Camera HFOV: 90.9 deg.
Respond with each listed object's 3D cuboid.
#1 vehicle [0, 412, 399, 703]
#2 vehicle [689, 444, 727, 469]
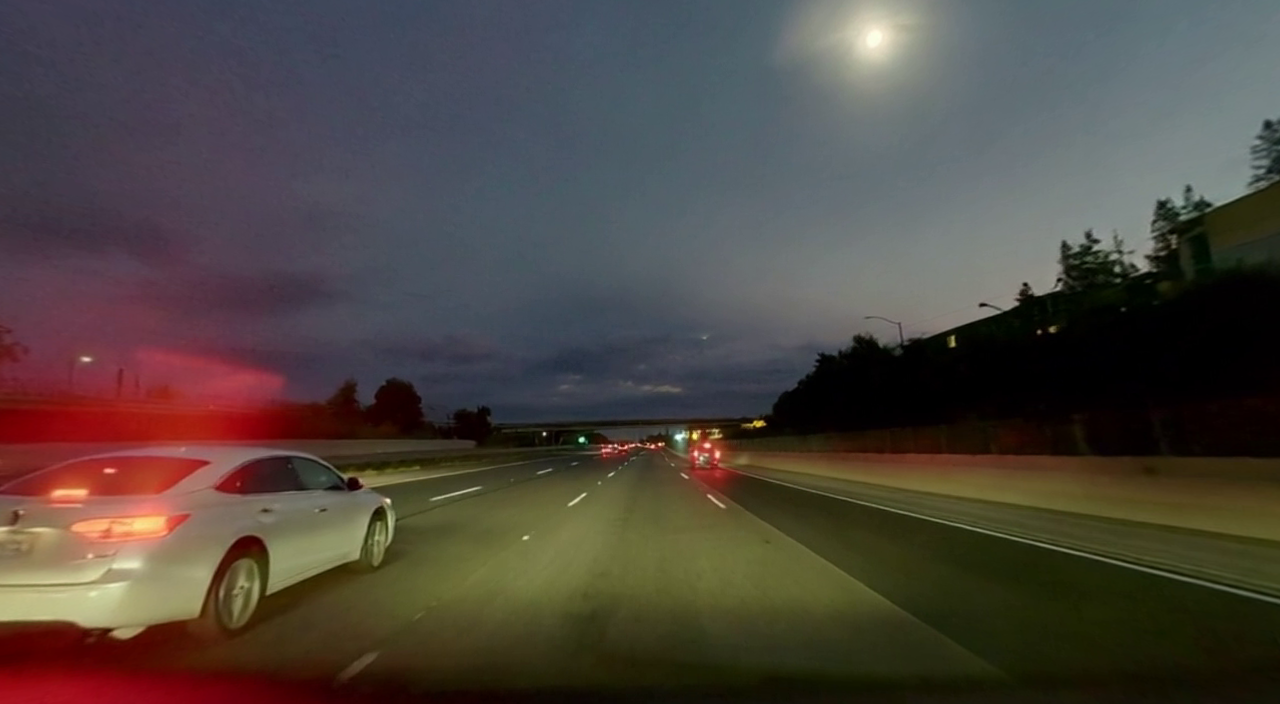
[{"bbox_3d":[-3.749,1.318,4.877,1.990,1.477,4.308,0,-8,1],"label":"vehicle"},{"bbox_3d":[4.295,6.680,40.584,2.059,1.509,4.670,0,-8,1],"label":"vehicle"}]
